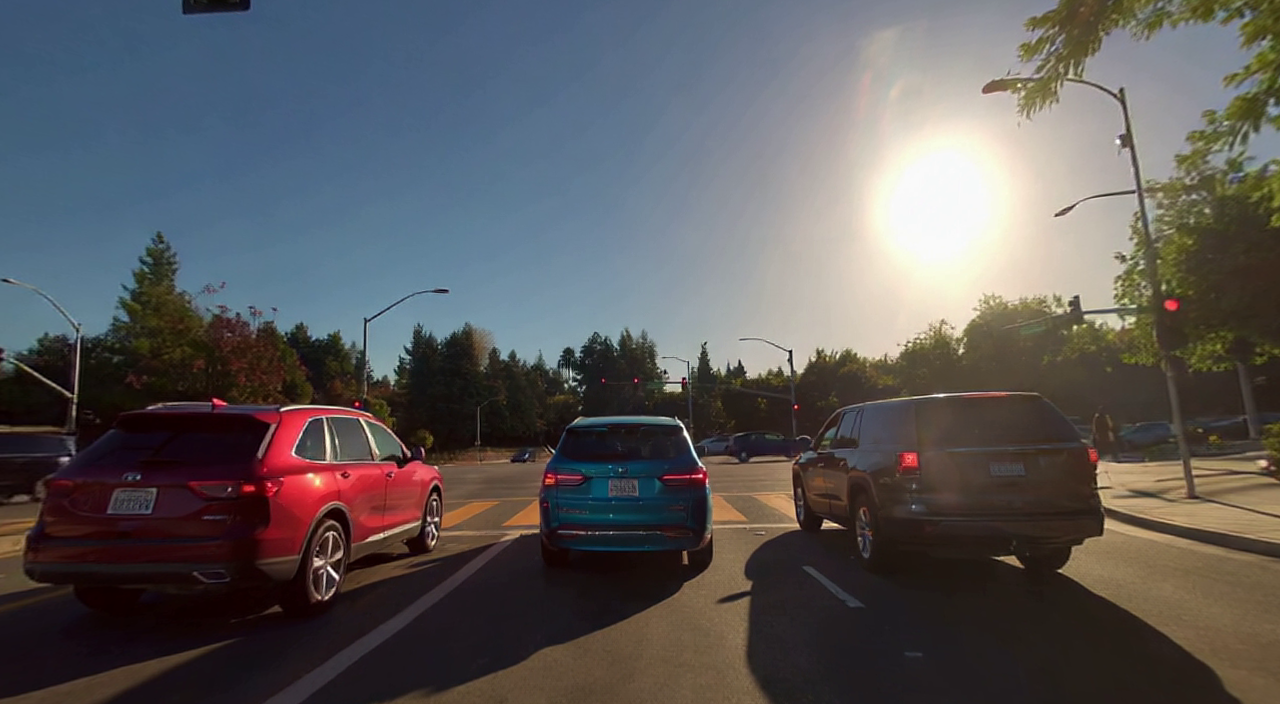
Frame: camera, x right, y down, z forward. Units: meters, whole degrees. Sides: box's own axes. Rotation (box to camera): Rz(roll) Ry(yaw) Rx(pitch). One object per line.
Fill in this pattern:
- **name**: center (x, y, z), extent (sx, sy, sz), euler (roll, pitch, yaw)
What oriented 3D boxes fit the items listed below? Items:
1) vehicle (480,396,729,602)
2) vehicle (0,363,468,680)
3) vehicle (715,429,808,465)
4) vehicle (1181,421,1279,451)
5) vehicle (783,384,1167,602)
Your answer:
- **vehicle**: center (-0.240, 1.514, 7.314), extent (2.067, 1.702, 3.987), euler (0, -8, 2)
- **vehicle**: center (-3.281, 1.285, 5.893), extent (2.047, 1.810, 4.414), euler (0, -8, 1)
- **vehicle**: center (6.656, 5.223, 34.737), extent (4.535, 1.872, 1.975), euler (-6, -10, 34)
- **vehicle**: center (32.774, 4.656, 34.777), extent (4.175, 1.634, 1.877), euler (1, -8, -4)
- **vehicle**: center (3.266, 1.488, 7.507), extent (2.083, 1.779, 4.532), euler (0, -8, 0)
